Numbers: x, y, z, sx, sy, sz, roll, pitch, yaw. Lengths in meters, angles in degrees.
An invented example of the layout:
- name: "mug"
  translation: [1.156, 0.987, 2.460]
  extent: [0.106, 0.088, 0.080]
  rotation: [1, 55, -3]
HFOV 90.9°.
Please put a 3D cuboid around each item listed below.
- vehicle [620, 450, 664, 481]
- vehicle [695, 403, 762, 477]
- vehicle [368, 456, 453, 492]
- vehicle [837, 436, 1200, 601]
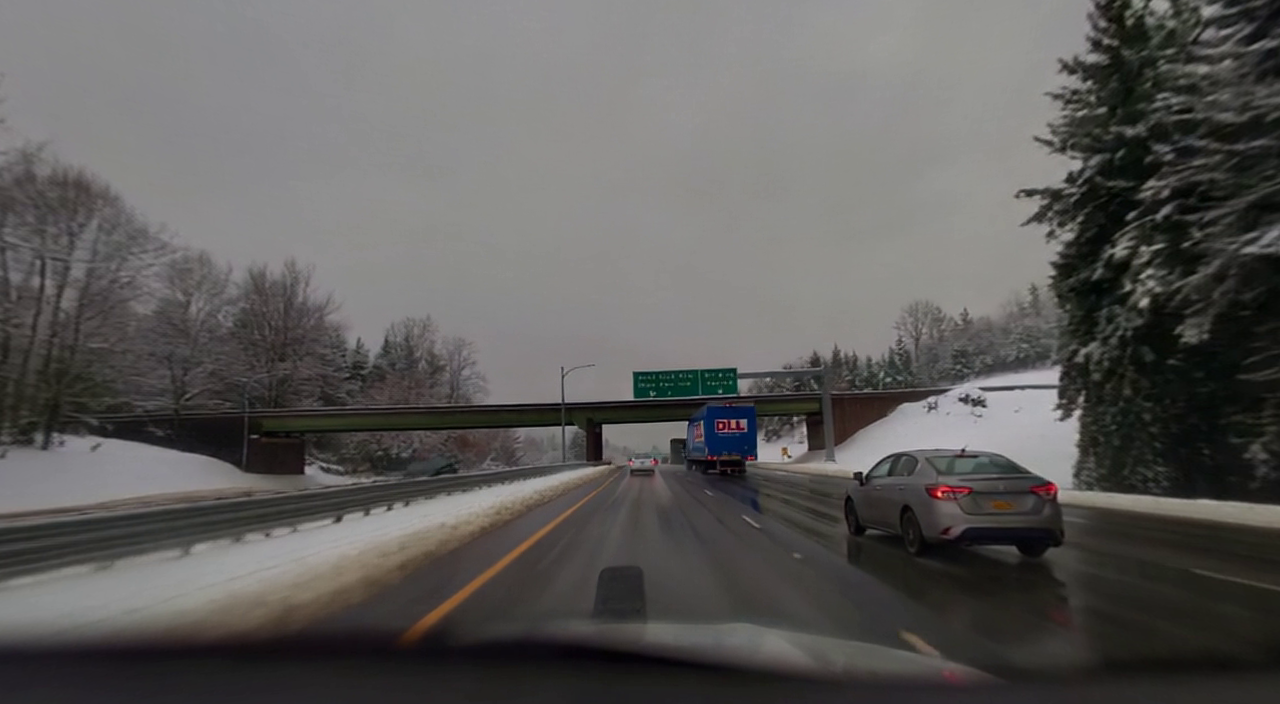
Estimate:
- name: "vehicle"
  translation: [0.086, 5.614, 31.377]
  extent: [2.055, 1.445, 3.661]
  rotation: [0, -9, 0]
- name: "vehicle"
  translation: [5.128, 5.356, 38.023]
  extent: [2.838, 3.985, 8.010]
  rotation: [0, -9, 0]
- name: "vehicle"
  translation: [-9.922, 5.289, 27.629]
  extent: [1.937, 1.415, 4.356]
  rotation: [-1, -9, 3]
- name: "vehicle"
  translation: [4.050, 1.818, 7.785]
  extent: [1.894, 1.452, 4.164]
  rotation: [0, -9, 0]
